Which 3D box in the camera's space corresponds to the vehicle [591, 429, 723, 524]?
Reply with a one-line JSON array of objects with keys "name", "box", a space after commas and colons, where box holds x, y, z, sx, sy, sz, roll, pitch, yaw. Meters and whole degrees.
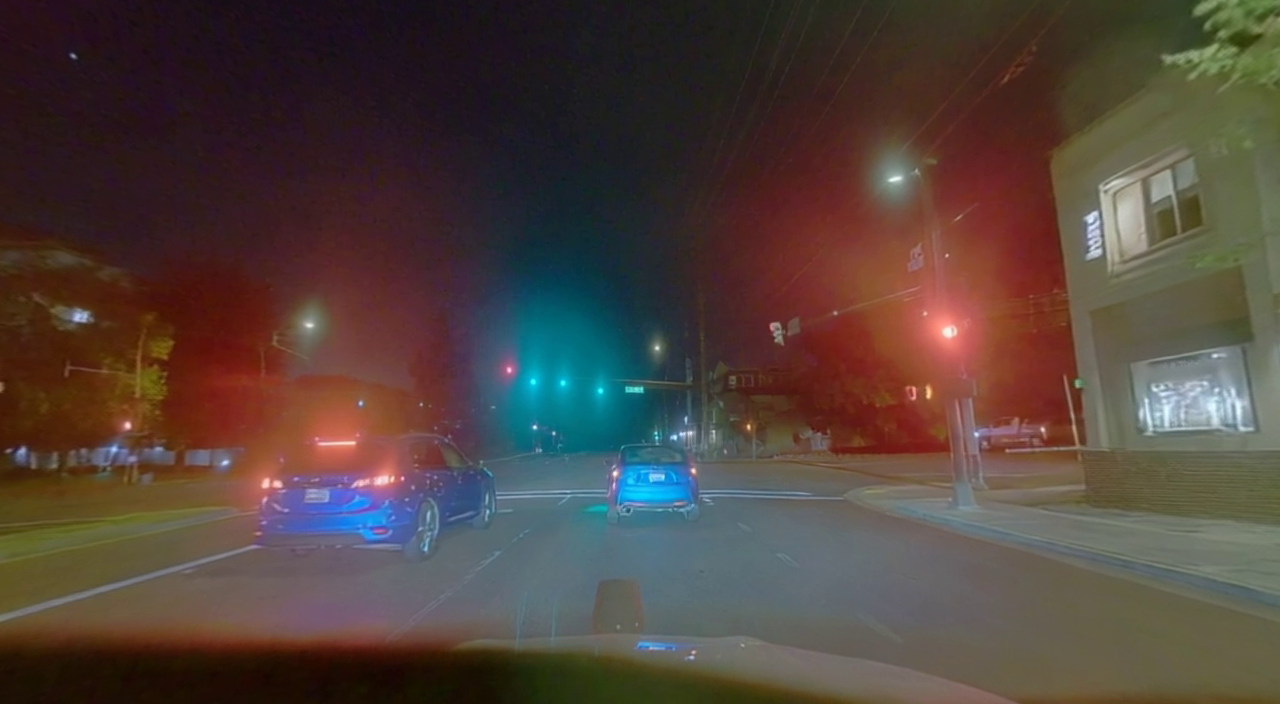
[{"name": "vehicle", "box": [0.246, 2.252, 11.934, 2.059, 1.456, 4.047, 0, -8, -1]}]

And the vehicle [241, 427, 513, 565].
[{"name": "vehicle", "box": [-3.300, 1.892, 9.116, 2.032, 1.467, 4.411, 0, -8, 0]}]
